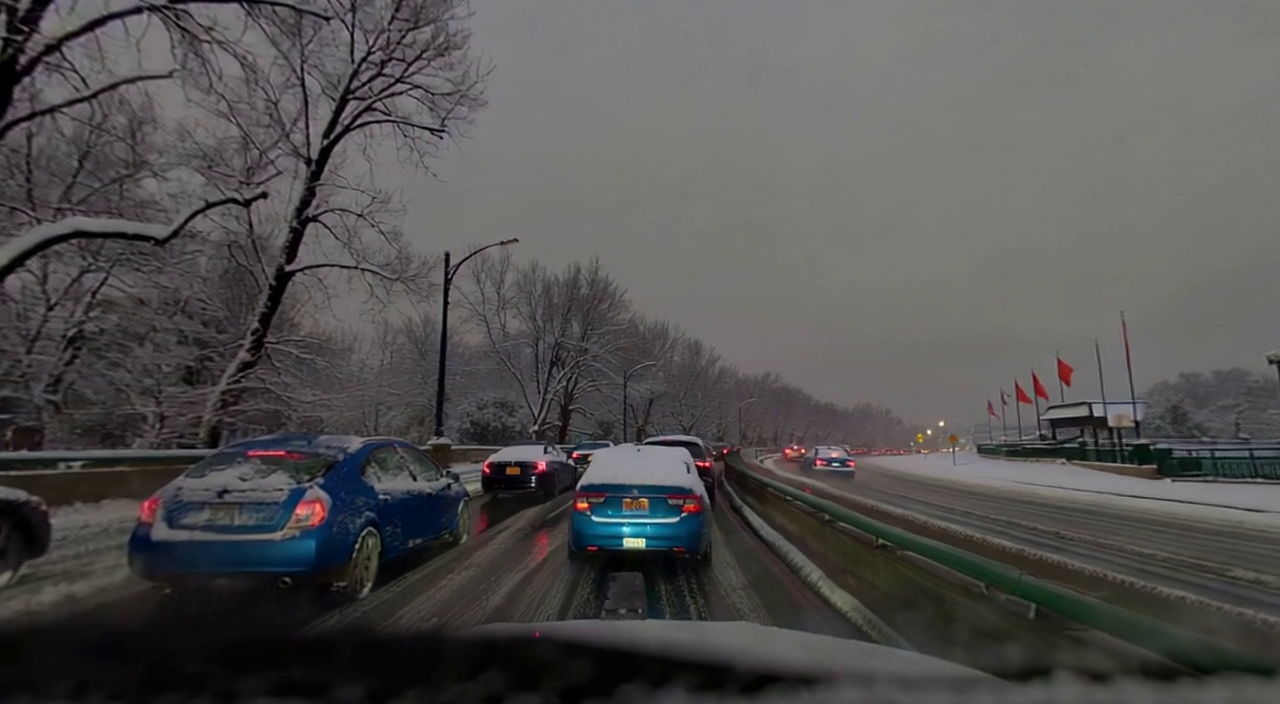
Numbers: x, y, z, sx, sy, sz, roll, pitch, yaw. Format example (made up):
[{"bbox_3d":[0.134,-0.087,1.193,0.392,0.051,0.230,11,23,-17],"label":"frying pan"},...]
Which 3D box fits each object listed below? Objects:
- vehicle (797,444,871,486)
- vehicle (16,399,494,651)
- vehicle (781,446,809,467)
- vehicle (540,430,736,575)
[{"bbox_3d":[8.109,4.736,26.741,2.011,1.610,4.568,0,-9,5],"label":"vehicle"},{"bbox_3d":[-3.075,1.465,6.384,1.988,1.635,4.260,0,-9,3],"label":"vehicle"},{"bbox_3d":[12.205,8.268,49.800,1.944,1.544,4.301,-1,-9,12],"label":"vehicle"},{"bbox_3d":[0.096,1.927,8.919,2.090,1.506,4.276,0,-9,3],"label":"vehicle"}]
